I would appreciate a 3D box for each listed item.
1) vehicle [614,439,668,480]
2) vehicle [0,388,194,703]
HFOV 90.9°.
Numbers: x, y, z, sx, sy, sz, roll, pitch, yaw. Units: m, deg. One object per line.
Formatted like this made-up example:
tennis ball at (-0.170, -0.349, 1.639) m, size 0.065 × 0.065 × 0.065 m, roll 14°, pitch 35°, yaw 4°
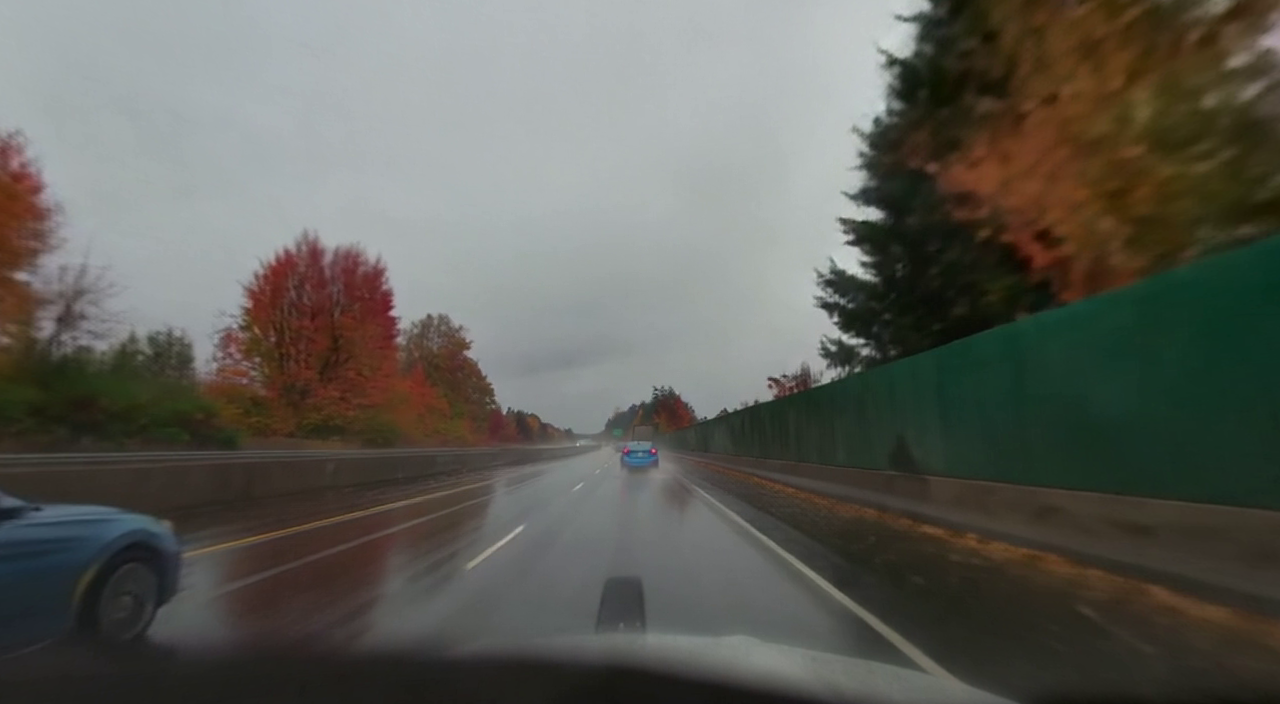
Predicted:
vehicle at (0.002, 4.416, 26.181) m, size 2.057 × 1.516 × 4.065 m, roll 0°, pitch -8°, yaw -1°
vehicle at (-3.906, 0.803, 1.924) m, size 2.054 × 1.536 × 4.128 m, roll 0°, pitch -8°, yaw -1°
